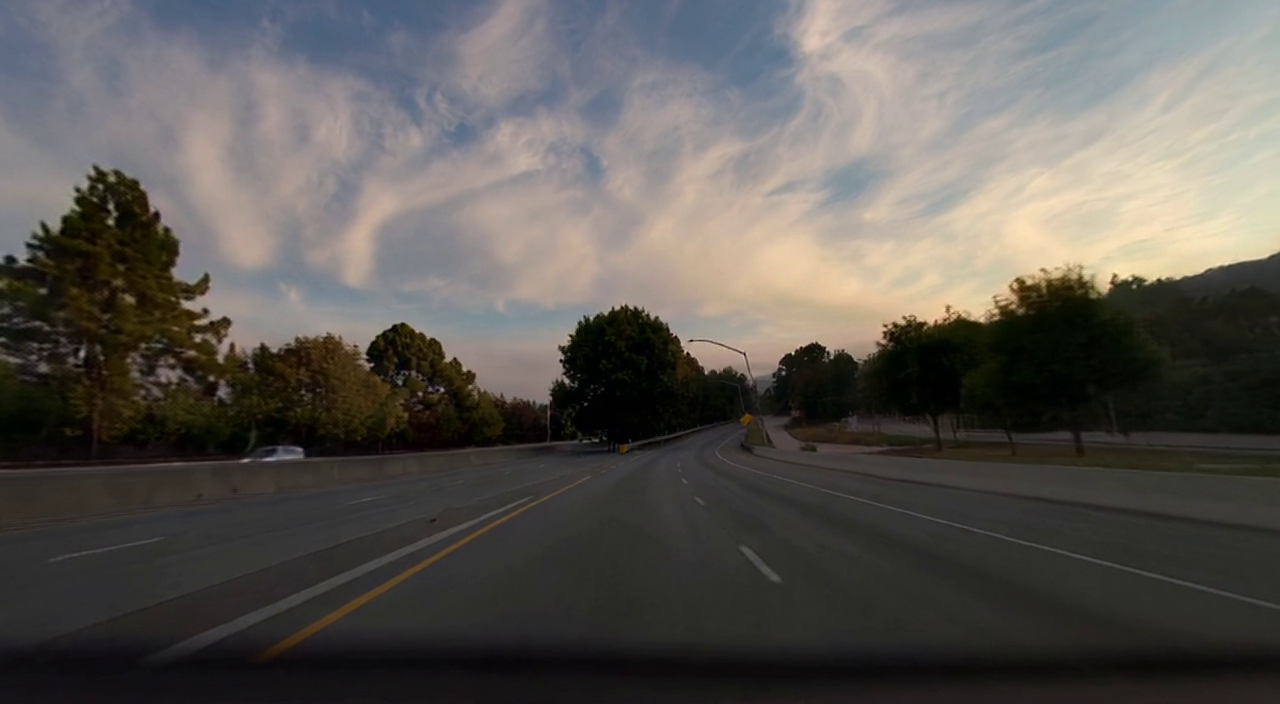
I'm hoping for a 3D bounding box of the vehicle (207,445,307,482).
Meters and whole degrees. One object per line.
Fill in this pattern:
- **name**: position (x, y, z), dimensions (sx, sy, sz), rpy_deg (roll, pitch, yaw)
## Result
- **vehicle**: position (-21.318, 6.183, 35.358), dimensions (2.282, 1.884, 4.847), rpy_deg (-1, -9, 4)
